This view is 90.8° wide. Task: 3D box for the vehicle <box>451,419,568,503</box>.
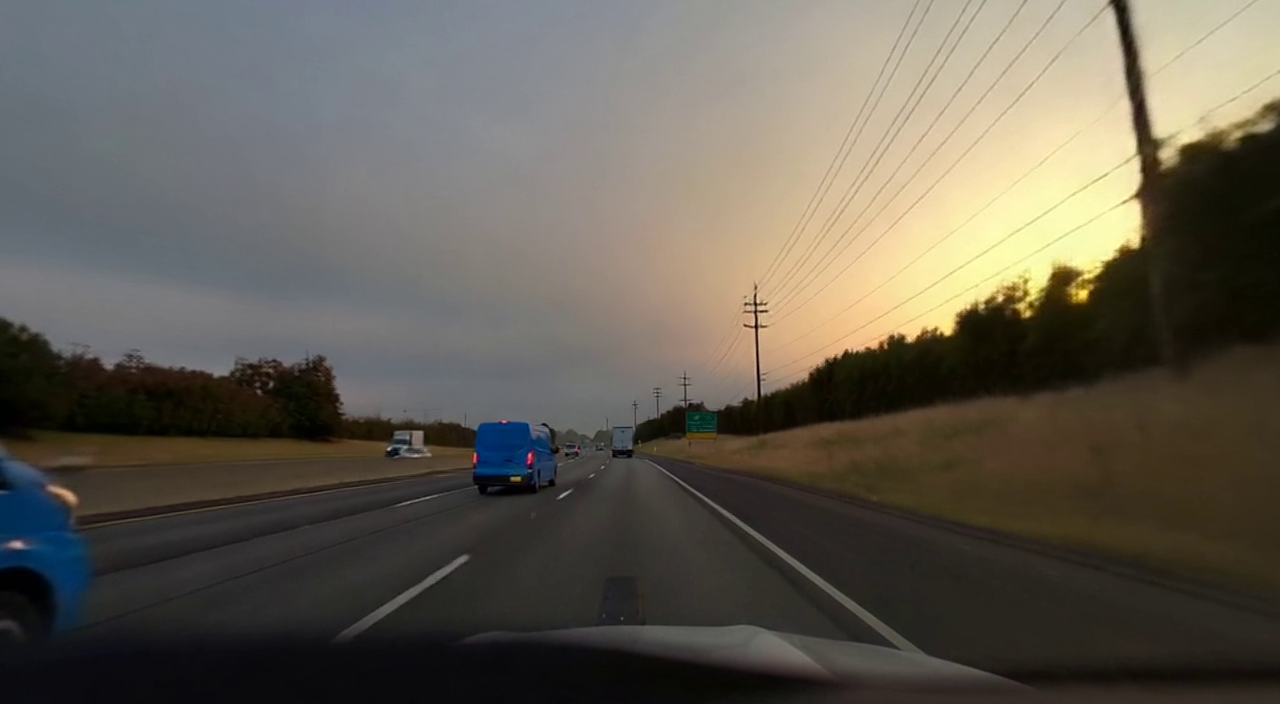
[{"bbox_3d":[-3.448,3.041,17.864,2.197,2.011,5.130,0,-9,0],"label":"vehicle"}]
